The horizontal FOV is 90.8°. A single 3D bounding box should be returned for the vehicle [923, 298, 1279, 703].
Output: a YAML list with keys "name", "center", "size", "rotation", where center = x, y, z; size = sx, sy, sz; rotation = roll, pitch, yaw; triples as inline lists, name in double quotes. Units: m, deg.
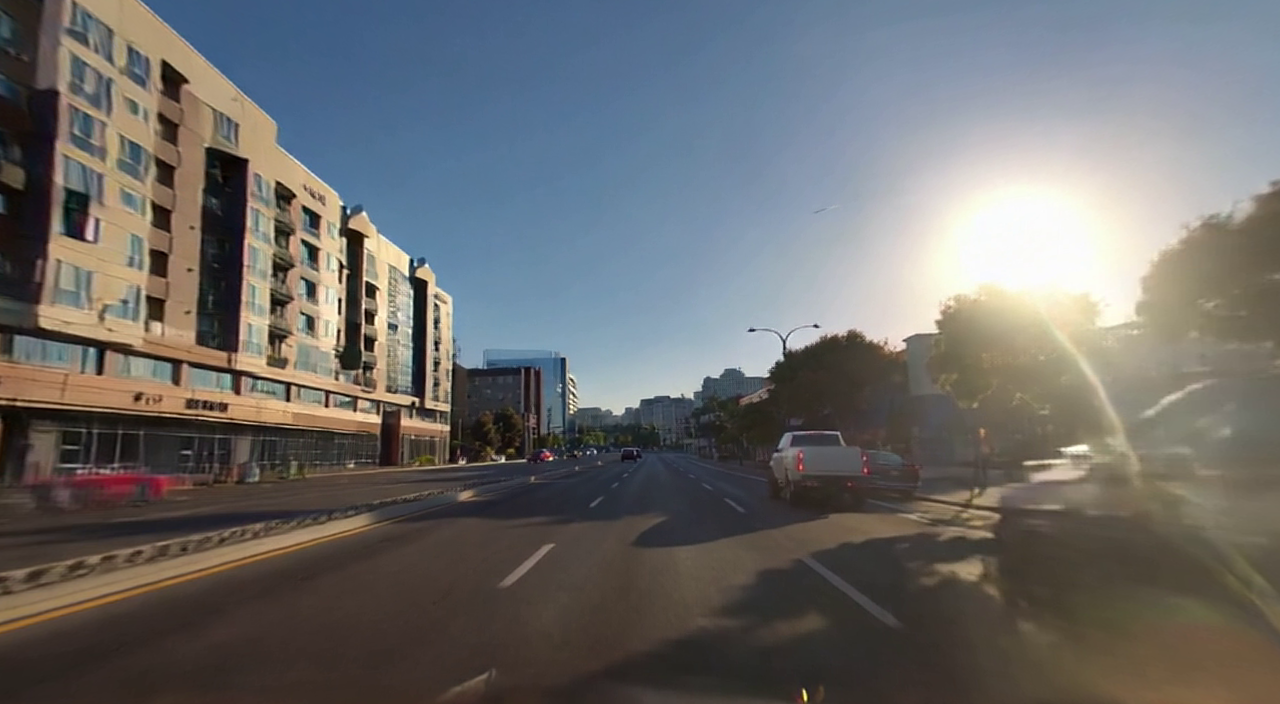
- name: "vehicle"
  center: [3.127, 0.735, 2.044]
  size: [2.130, 1.787, 5.126]
  rotation: [0, -9, 1]

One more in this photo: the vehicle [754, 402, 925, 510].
- name: "vehicle"
  center: [5.015, 2.781, 17.203]
  size: [2.723, 2.409, 5.869]
  rotation: [0, -9, 0]
